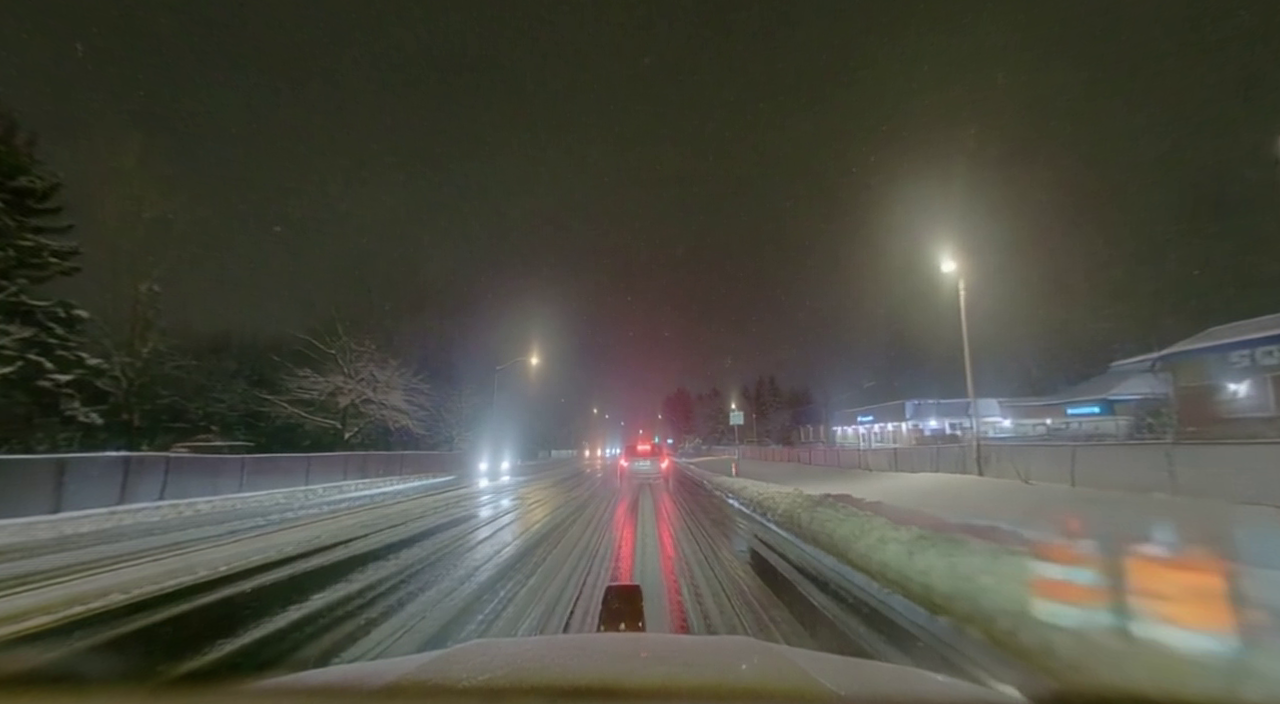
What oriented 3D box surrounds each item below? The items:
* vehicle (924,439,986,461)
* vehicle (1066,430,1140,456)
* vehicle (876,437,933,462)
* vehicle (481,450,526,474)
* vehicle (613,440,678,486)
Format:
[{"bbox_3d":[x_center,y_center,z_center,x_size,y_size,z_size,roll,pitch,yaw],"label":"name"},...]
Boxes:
[{"bbox_3d":[21.912,6.849,43.875,1.934,1.457,4.134,0,-9,-5],"label":"vehicle"},{"bbox_3d":[33.292,6.584,45.322,2.008,1.725,4.695,-1,-9,4],"label":"vehicle"},{"bbox_3d":[19.008,7.017,45.375,2.039,1.705,4.666,0,-9,0],"label":"vehicle"},{"bbox_3d":[-9.167,7.425,42.540,1.956,1.527,4.365,0,-9,1],"label":"vehicle"},{"bbox_3d":[0.170,3.974,22.771,2.144,1.514,4.063,0,-9,0],"label":"vehicle"}]
